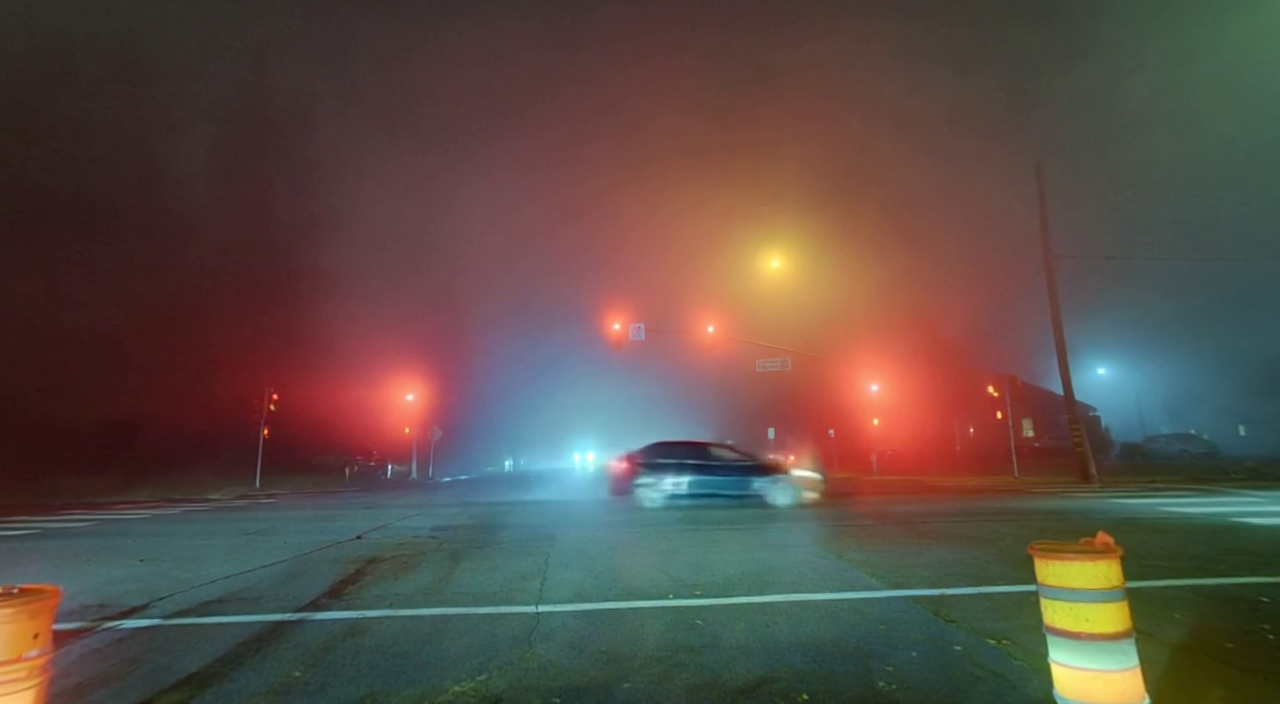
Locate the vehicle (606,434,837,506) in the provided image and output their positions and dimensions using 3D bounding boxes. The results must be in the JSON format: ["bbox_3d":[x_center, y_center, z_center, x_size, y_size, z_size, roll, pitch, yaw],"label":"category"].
[{"bbox_3d":[1.707,2.641,14.404,4.860,1.483,2.077,0,-8,0],"label":"vehicle"}]

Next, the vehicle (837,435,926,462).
[{"bbox_3d":[15.364,6.176,40.324,4.892,1.656,1.856,0,-8,0],"label":"vehicle"}]

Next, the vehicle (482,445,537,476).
[{"bbox_3d":[-6.606,5.526,32.378,1.881,1.452,4.121,0,-8,0],"label":"vehicle"}]

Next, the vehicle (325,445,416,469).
[{"bbox_3d":[-16.397,6.381,38.611,4.713,1.409,1.918,0,-8,-2],"label":"vehicle"}]
